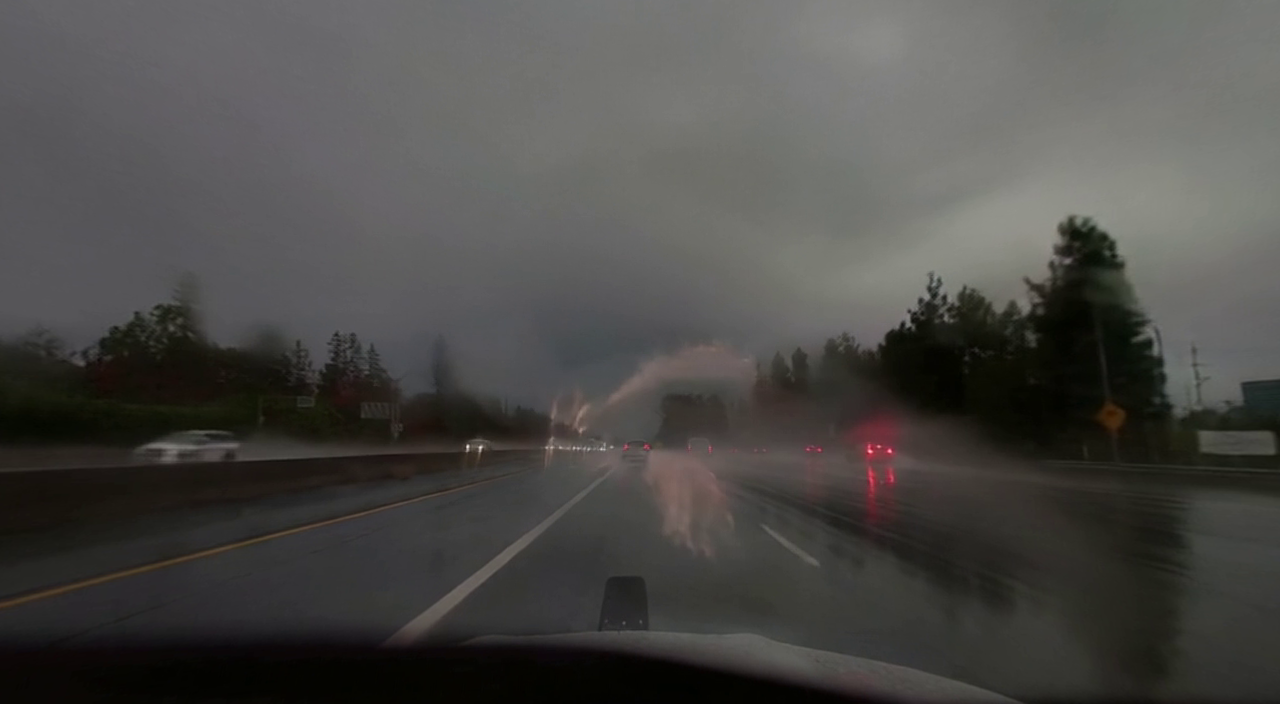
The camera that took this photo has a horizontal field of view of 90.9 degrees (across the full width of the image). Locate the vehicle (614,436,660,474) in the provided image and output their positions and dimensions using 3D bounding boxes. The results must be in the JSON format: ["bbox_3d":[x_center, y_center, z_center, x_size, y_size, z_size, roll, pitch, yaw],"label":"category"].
[{"bbox_3d":[-0.152,4.974,30.659,2.105,1.711,4.293,0,-8,0],"label":"vehicle"}]

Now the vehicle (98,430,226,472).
[{"bbox_3d":[-22.243,4.641,29.670,2.027,1.781,5.017,0,-8,0],"label":"vehicle"}]

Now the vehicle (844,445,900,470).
[{"bbox_3d":[14.193,6.460,38.916,1.872,1.459,4.502,0,-8,2],"label":"vehicle"}]

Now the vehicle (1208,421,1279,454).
[{"bbox_3d":[34.882,4.825,35.183,4.402,1.637,1.847,1,-10,5],"label":"vehicle"}]

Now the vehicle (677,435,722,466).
[{"bbox_3d":[3.991,6.787,43.661,2.505,2.020,5.532,0,-8,-1],"label":"vehicle"}]
